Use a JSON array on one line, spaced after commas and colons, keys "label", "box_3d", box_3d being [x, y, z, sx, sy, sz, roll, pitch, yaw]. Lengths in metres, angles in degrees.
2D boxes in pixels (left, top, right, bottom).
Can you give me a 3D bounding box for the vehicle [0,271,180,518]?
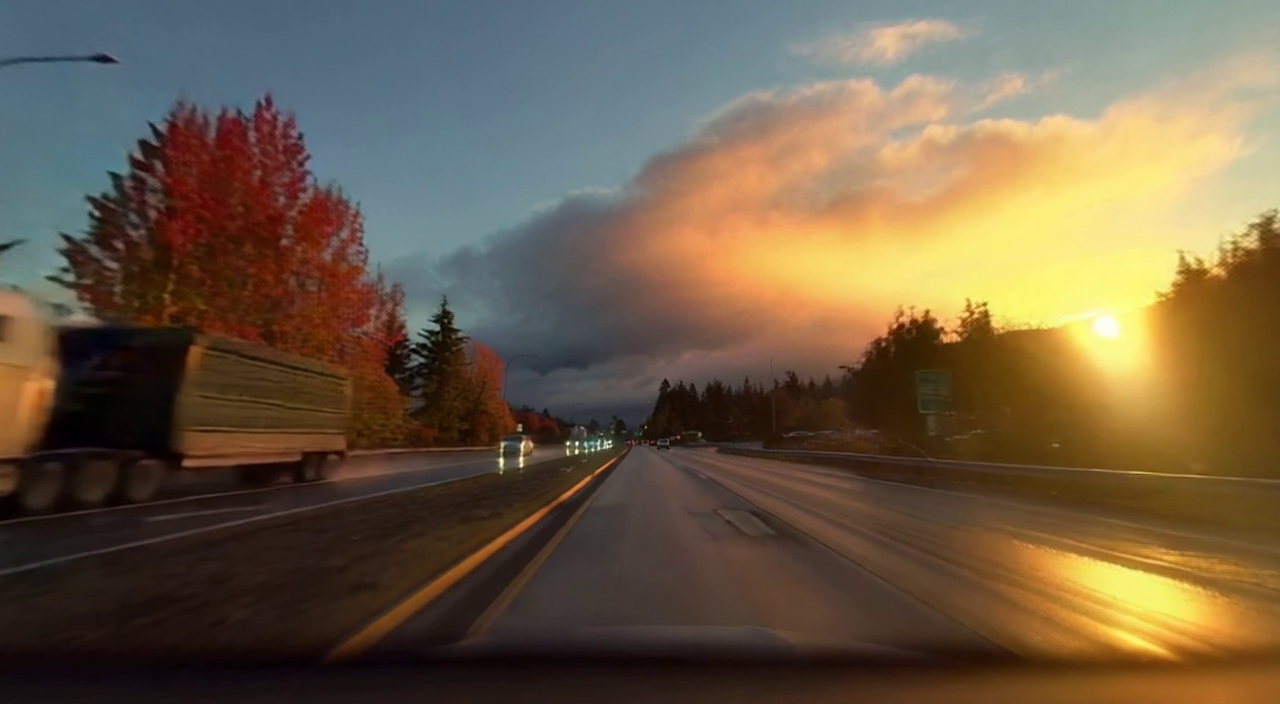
[{"label": "vehicle", "box_3d": [-11.257, 0.726, 10.177, 2.946, 3.741, 5.919, 0, -8, 0]}]
